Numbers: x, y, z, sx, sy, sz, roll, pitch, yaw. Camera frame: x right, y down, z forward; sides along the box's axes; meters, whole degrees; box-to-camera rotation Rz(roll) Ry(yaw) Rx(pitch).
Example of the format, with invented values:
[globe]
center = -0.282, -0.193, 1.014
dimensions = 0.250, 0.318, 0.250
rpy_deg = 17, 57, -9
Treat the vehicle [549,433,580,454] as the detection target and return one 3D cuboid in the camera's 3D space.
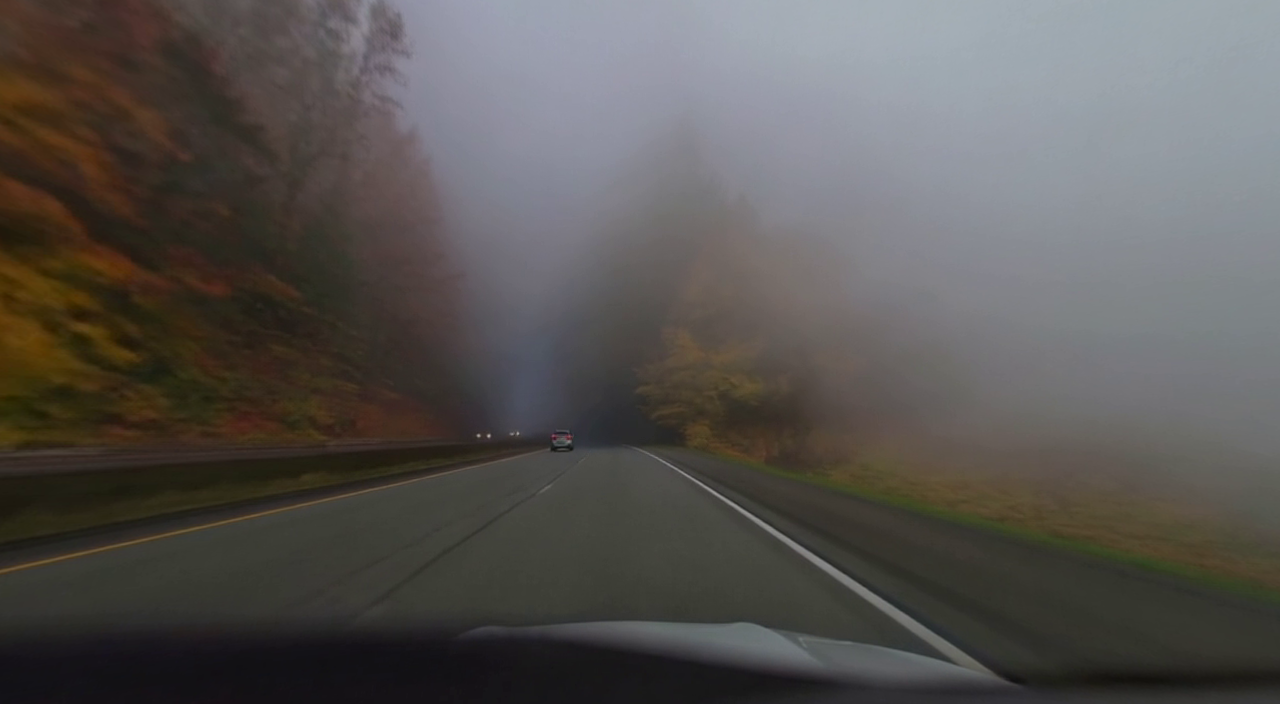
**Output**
[vehicle]
center = -5.924, 7.257, 49.805
dimensions = 2.073, 1.559, 4.393
rpy_deg = 0, -8, -3
